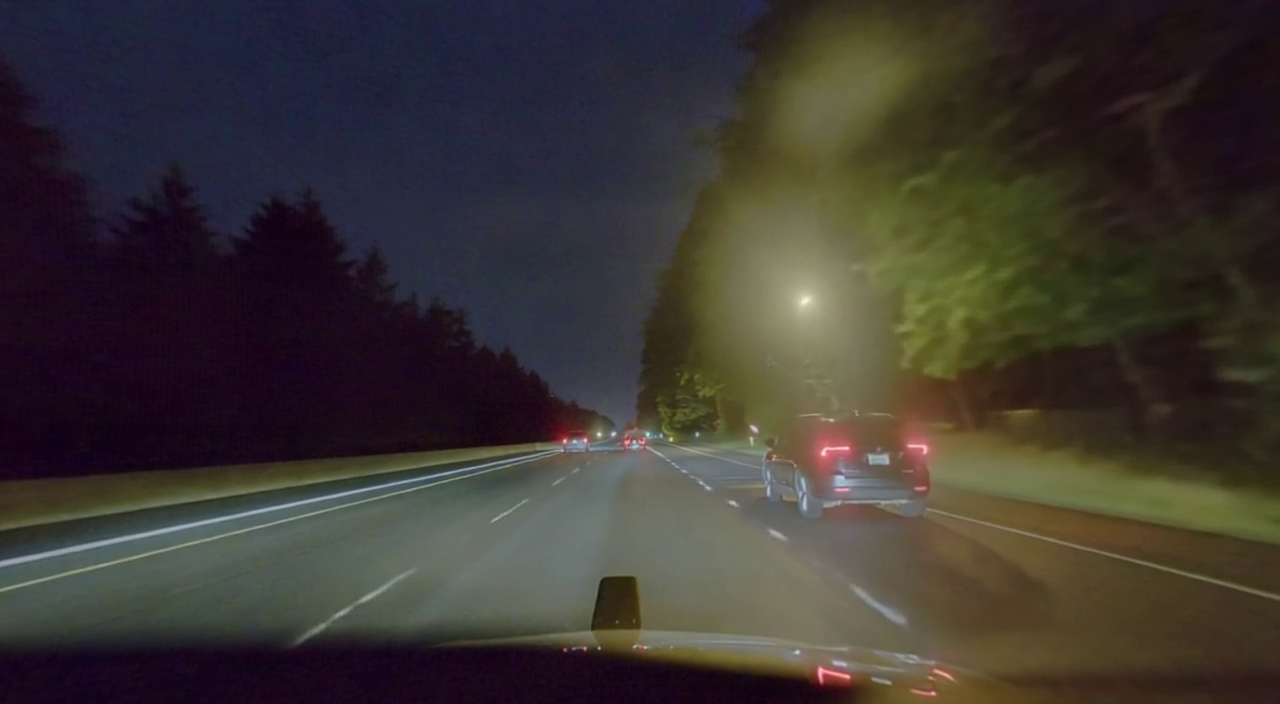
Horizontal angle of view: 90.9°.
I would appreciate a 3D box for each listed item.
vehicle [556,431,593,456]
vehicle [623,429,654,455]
[{"bbox_3d":[-4.380,6.159,42.478,2.055,1.610,4.116,0,-8,0],"label":"vehicle"},{"bbox_3d":[-0.129,6.555,45.890,2.170,1.790,4.490,0,-8,0],"label":"vehicle"}]
